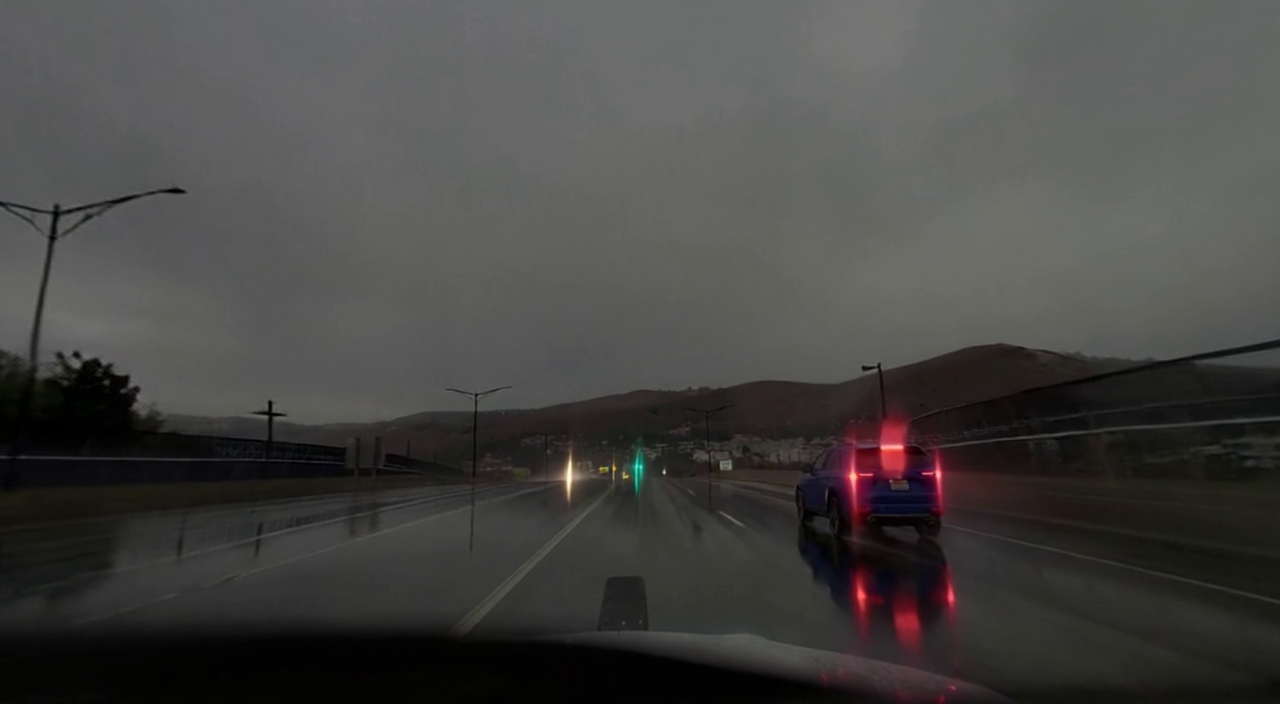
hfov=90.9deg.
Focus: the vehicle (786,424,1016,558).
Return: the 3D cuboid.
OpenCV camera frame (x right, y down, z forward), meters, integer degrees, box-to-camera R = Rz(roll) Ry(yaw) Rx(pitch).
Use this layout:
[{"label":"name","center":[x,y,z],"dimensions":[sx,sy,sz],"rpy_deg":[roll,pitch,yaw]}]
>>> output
[{"label":"vehicle","center":[3.935,2.161,10.494],"dimensions":[1.989,1.730,4.324],"rpy_deg":[0,-9,1]}]
